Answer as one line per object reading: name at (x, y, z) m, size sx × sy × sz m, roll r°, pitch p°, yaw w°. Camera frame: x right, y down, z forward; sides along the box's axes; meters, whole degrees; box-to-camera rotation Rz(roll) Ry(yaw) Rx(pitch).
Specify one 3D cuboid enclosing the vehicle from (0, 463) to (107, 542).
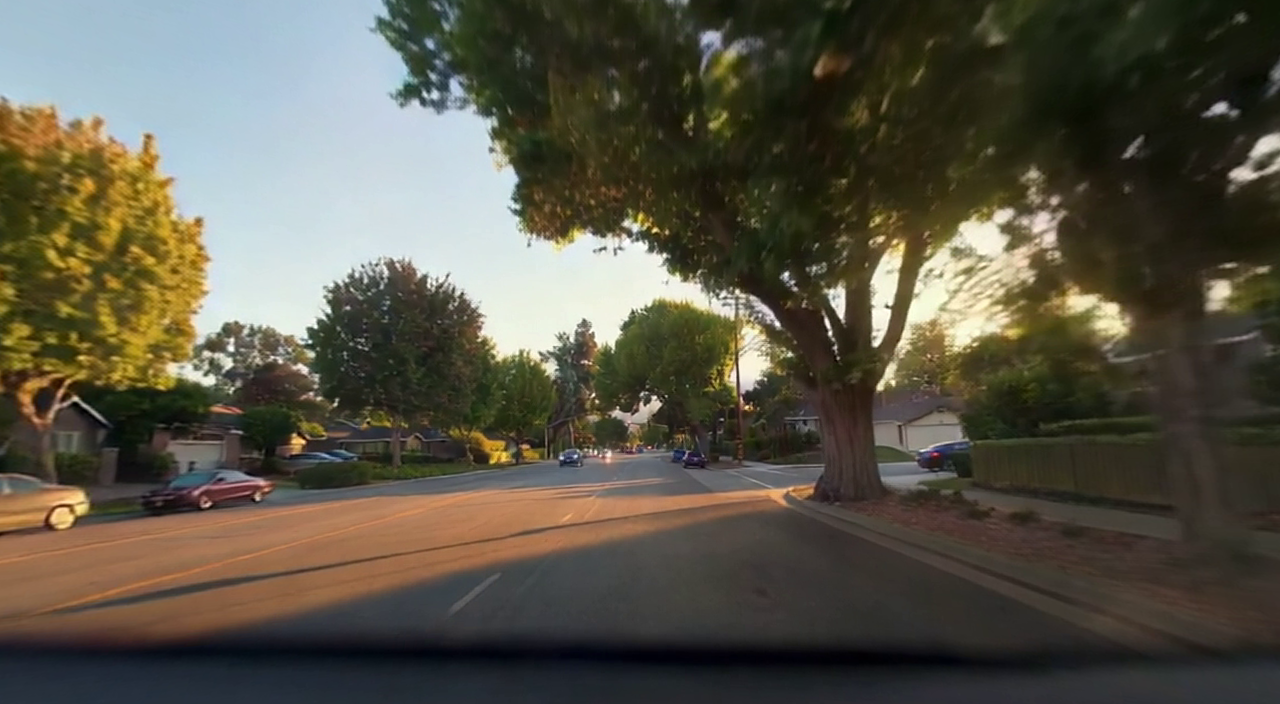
vehicle at (-13.850, 3.108, 12.975) m, size 1.936 × 1.489 × 4.311 m, roll 0°, pitch -8°, yaw 2°

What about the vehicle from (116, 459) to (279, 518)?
vehicle at (-13.696, 4.213, 19.962) m, size 1.863 × 1.481 × 4.363 m, roll -2°, pitch -9°, yaw 2°

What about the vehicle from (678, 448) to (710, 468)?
vehicle at (4.166, 8.211, 49.161) m, size 2.031 × 1.500 × 4.590 m, roll 0°, pitch -8°, yaw -1°
